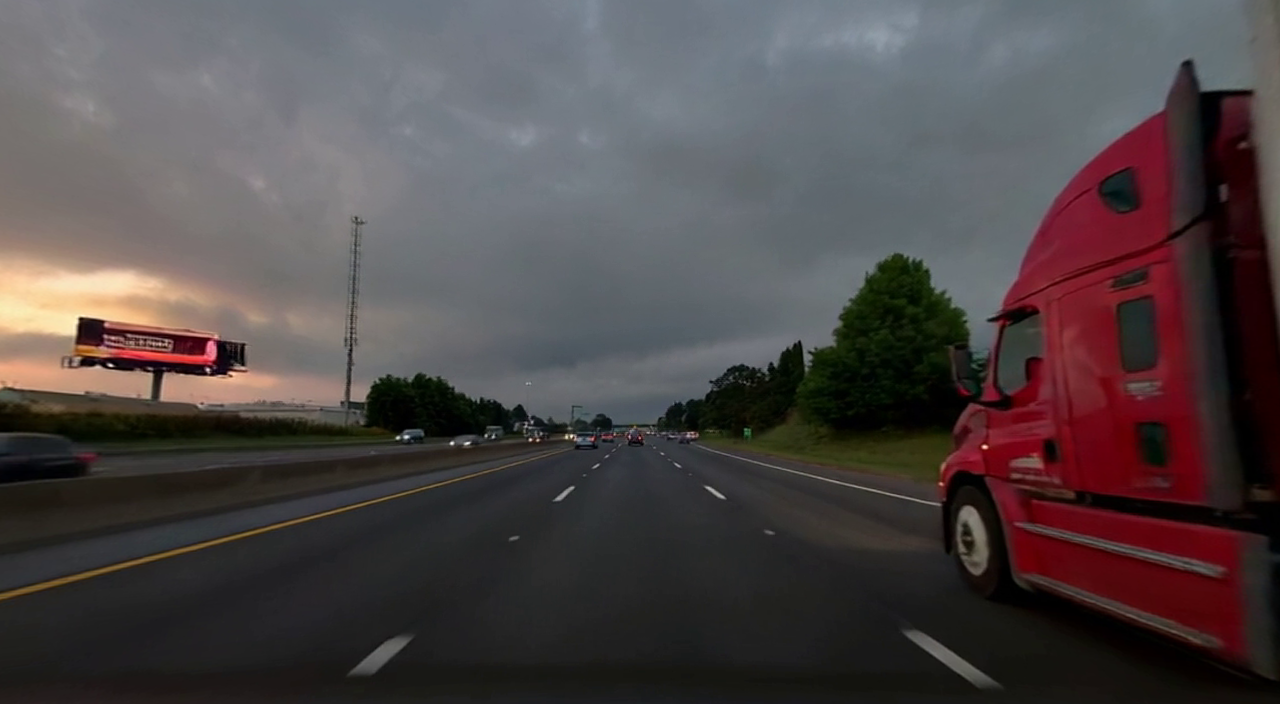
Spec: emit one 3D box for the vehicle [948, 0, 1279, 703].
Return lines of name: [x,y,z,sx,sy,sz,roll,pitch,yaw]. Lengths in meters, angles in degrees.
vehicle: [3.834,-0.266,1.420,3.027,3.796,6.035,0,-8,-1]

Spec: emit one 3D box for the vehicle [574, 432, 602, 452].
vehicle: [-4.017,6.965,48.867,1.930,1.484,3.849,0,-8,-1]
